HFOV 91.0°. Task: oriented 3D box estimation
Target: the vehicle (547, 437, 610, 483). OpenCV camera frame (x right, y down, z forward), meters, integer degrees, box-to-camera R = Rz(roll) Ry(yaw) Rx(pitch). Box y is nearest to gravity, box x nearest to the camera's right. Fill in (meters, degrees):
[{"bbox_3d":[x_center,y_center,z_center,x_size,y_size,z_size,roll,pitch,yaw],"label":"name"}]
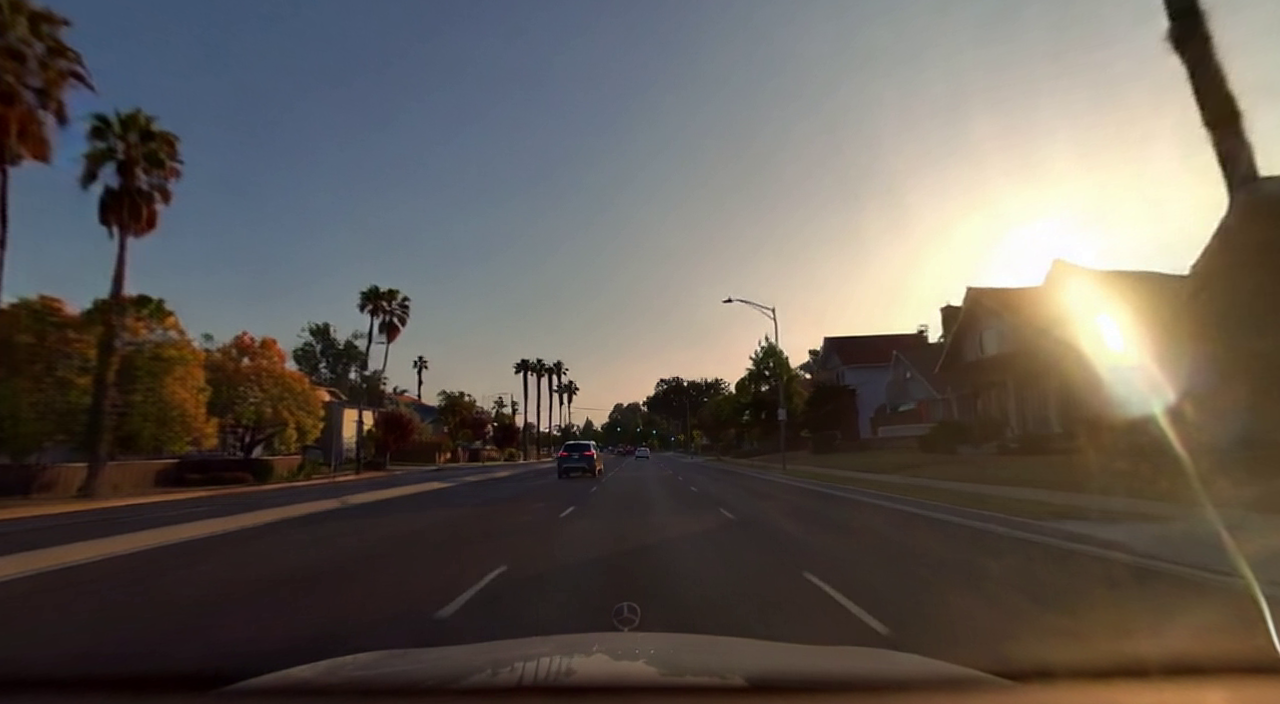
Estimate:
[{"bbox_3d":[-2.773,5.073,29.824,2.370,1.968,5.698,0,-9,1],"label":"vehicle"}]
